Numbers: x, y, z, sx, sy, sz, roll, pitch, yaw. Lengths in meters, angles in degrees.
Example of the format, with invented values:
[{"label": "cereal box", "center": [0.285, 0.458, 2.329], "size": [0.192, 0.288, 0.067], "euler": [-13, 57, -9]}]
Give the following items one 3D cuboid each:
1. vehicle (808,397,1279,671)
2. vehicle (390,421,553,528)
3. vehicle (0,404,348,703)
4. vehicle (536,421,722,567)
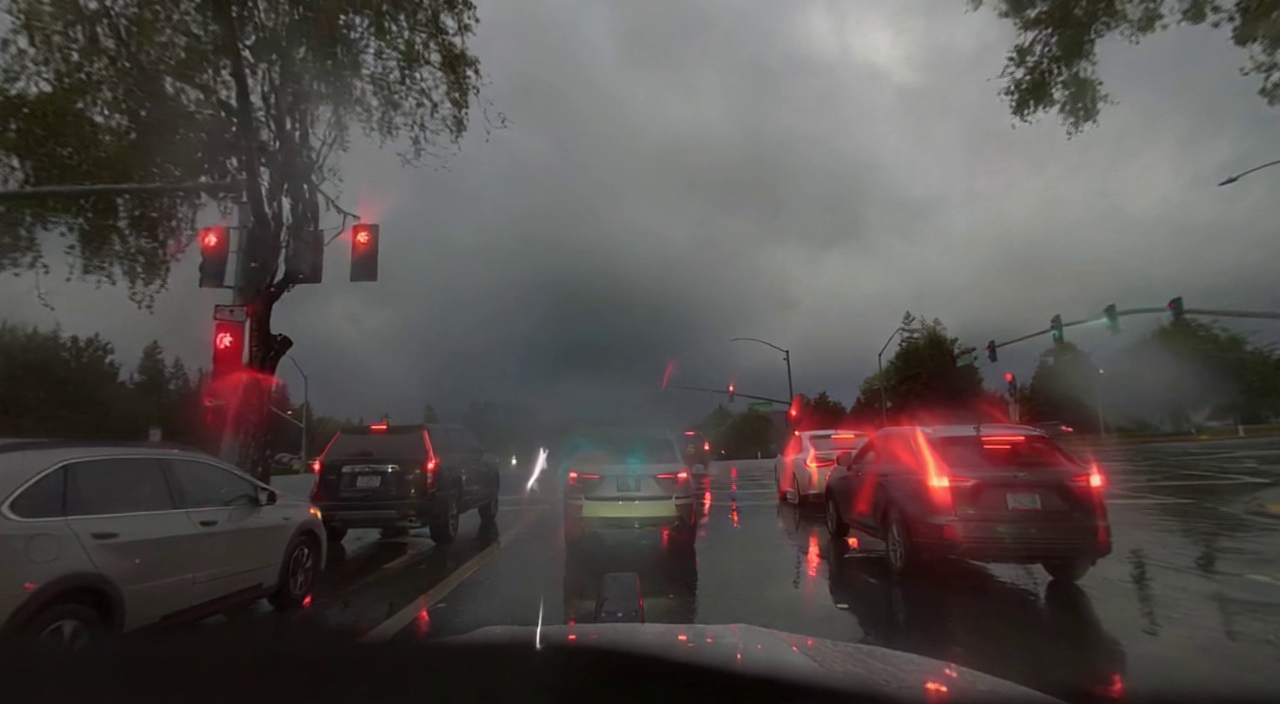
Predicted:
[{"label": "vehicle", "center": [3.240, 1.440, 6.159], "size": [2.006, 1.659, 4.462], "euler": [0, -8, 0]}, {"label": "vehicle", "center": [-3.178, 2.419, 13.021], "size": [2.048, 1.805, 4.405], "euler": [0, -8, 1]}, {"label": "vehicle", "center": [-3.340, 1.001, 2.708], "size": [1.863, 1.495, 4.667], "euler": [0, -8, 1]}, {"label": "vehicle", "center": [-0.090, 1.899, 9.139], "size": [2.106, 1.655, 3.717], "euler": [0, -8, 1]}]
